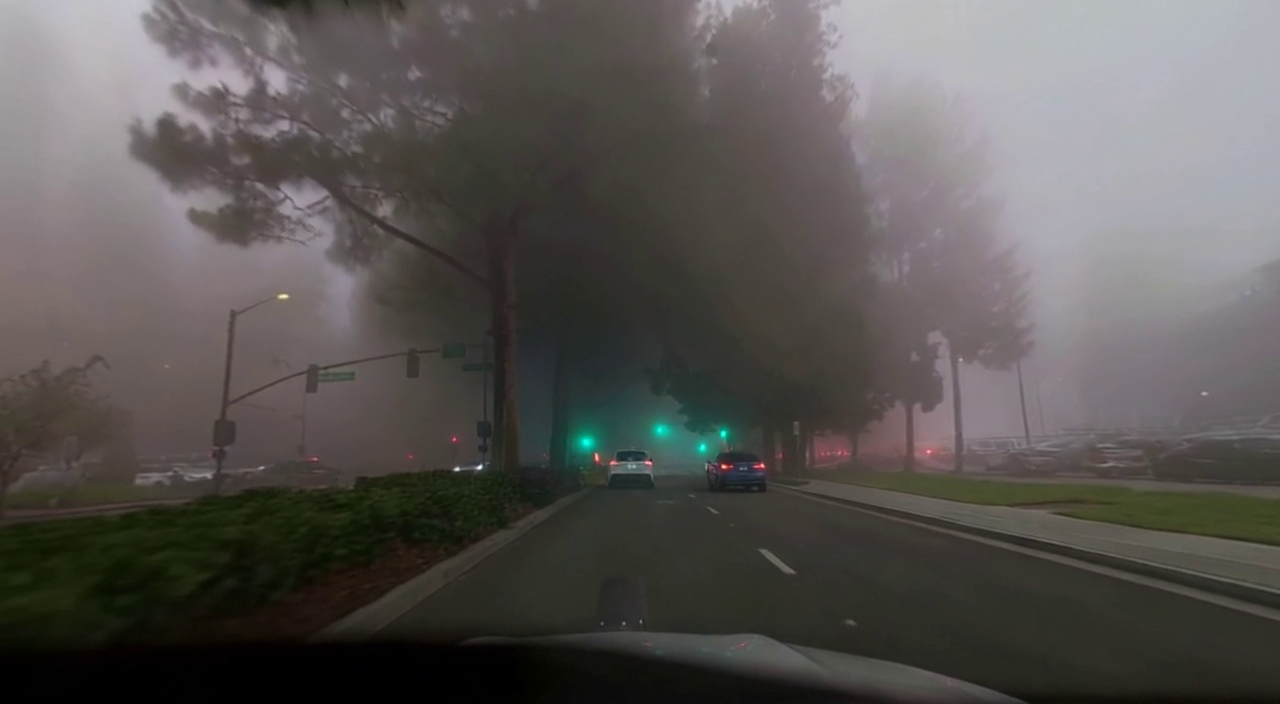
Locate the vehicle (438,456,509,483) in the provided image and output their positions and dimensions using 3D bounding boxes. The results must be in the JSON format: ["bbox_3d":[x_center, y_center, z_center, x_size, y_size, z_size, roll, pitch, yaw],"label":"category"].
[{"bbox_3d":[-11.936,8.388,45.356,4.526,1.832,1.894,-2,-9,12],"label":"vehicle"}]

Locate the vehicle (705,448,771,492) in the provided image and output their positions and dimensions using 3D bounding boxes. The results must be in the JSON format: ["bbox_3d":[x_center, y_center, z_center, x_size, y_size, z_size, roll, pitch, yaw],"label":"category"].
[{"bbox_3d":[3.739,4.560,24.709,1.847,1.554,4.052,0,-9,-1],"label":"vehicle"}]

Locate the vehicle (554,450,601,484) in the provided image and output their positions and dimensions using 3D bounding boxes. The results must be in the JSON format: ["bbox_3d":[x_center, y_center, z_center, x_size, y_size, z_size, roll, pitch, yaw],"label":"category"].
[{"bbox_3d":[-3.439,6.396,35.422,2.047,1.710,4.314,-1,-9,2],"label":"vehicle"}]

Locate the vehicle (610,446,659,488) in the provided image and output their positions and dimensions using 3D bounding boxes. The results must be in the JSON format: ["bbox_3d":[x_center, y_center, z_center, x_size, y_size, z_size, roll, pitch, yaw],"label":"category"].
[{"bbox_3d":[-0.224,5.054,28.046,2.022,1.700,4.084,0,-9,0],"label":"vehicle"}]
